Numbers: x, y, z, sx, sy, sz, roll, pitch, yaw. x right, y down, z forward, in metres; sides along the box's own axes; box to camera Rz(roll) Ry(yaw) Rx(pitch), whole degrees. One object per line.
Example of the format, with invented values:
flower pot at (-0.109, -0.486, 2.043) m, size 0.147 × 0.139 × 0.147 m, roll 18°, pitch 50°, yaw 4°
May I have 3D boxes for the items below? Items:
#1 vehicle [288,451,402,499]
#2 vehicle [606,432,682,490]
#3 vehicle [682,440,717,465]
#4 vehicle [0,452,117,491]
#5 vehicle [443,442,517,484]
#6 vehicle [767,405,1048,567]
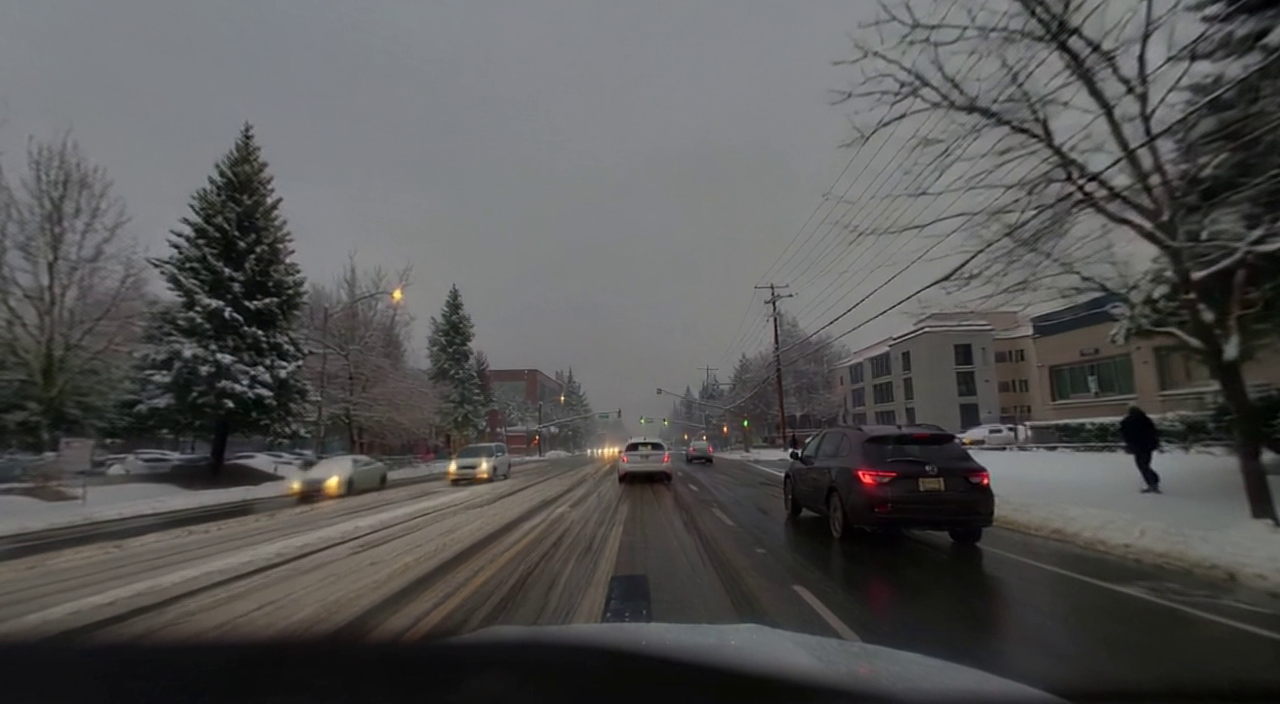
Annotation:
vehicle at (-10.527, 4.396, 22.925) m, size 1.967 × 1.494 × 4.483 m, roll 0°, pitch -9°, yaw 0°
vehicle at (0.114, 3.496, 20.498) m, size 2.200 × 1.653 × 4.127 m, roll 0°, pitch -8°, yaw 0°
vehicle at (3.819, 6.521, 40.978) m, size 1.880 × 1.503 × 4.130 m, roll 0°, pitch -9°, yaw 0°
vehicle at (-22.865, 4.485, 23.904) m, size 4.046 × 1.394 × 2.134 m, roll 0°, pitch -9°, yaw -2°
vehicle at (-6.762, 4.717, 27.211) m, size 2.008 × 1.638 × 4.552 m, roll 0°, pitch -8°, yaw 0°
vehicle at (3.340, 1.778, 9.093) m, size 2.024 × 1.711 × 4.512 m, roll 0°, pitch -8°, yaw 0°
